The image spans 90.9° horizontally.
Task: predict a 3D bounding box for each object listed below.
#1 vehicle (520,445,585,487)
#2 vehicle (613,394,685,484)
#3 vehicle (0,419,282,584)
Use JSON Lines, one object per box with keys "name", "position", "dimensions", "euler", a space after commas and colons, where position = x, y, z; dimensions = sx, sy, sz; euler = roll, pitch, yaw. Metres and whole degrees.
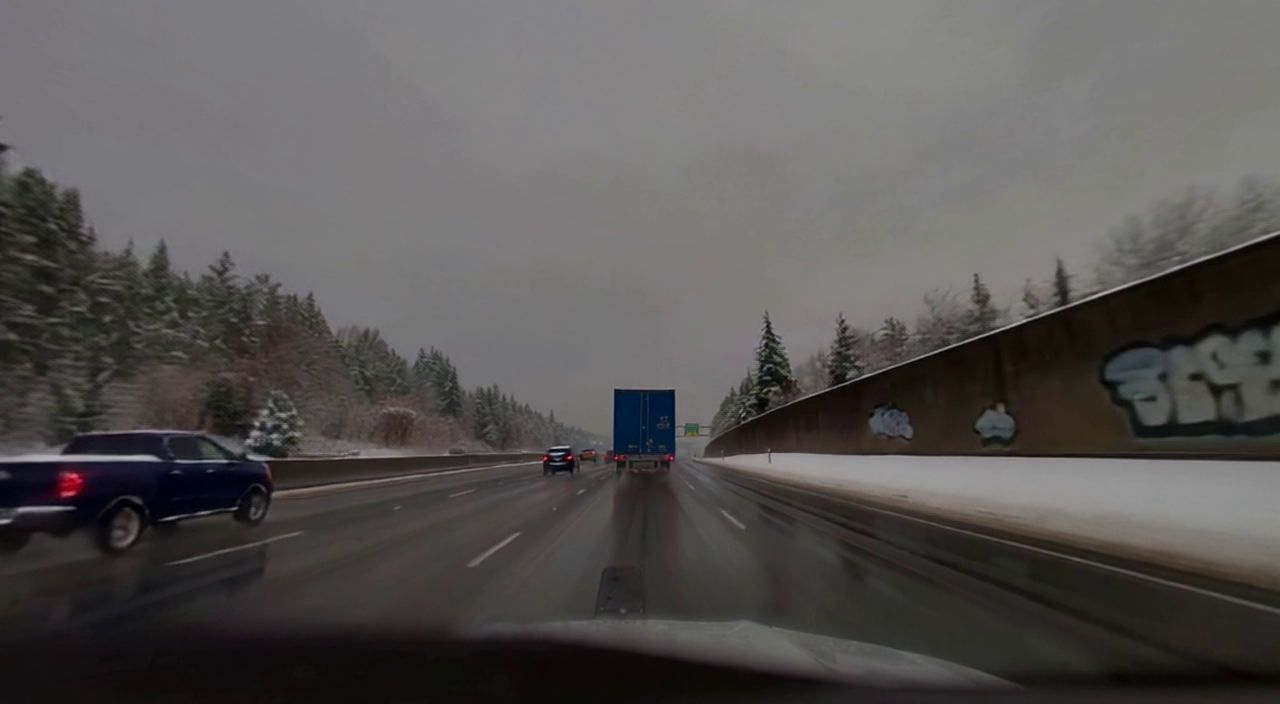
{"name": "vehicle", "position": [-3.411, 4.558, 25.416], "dimensions": [2.020, 1.505, 4.171], "euler": [0, -9, 0]}
{"name": "vehicle", "position": [0.295, 4.306, 30.608], "dimensions": [2.915, 3.661, 9.741], "euler": [0, -9, -1]}
{"name": "vehicle", "position": [-6.906, 1.796, 8.278], "dimensions": [2.005, 1.607, 4.042], "euler": [0, -9, 0]}
